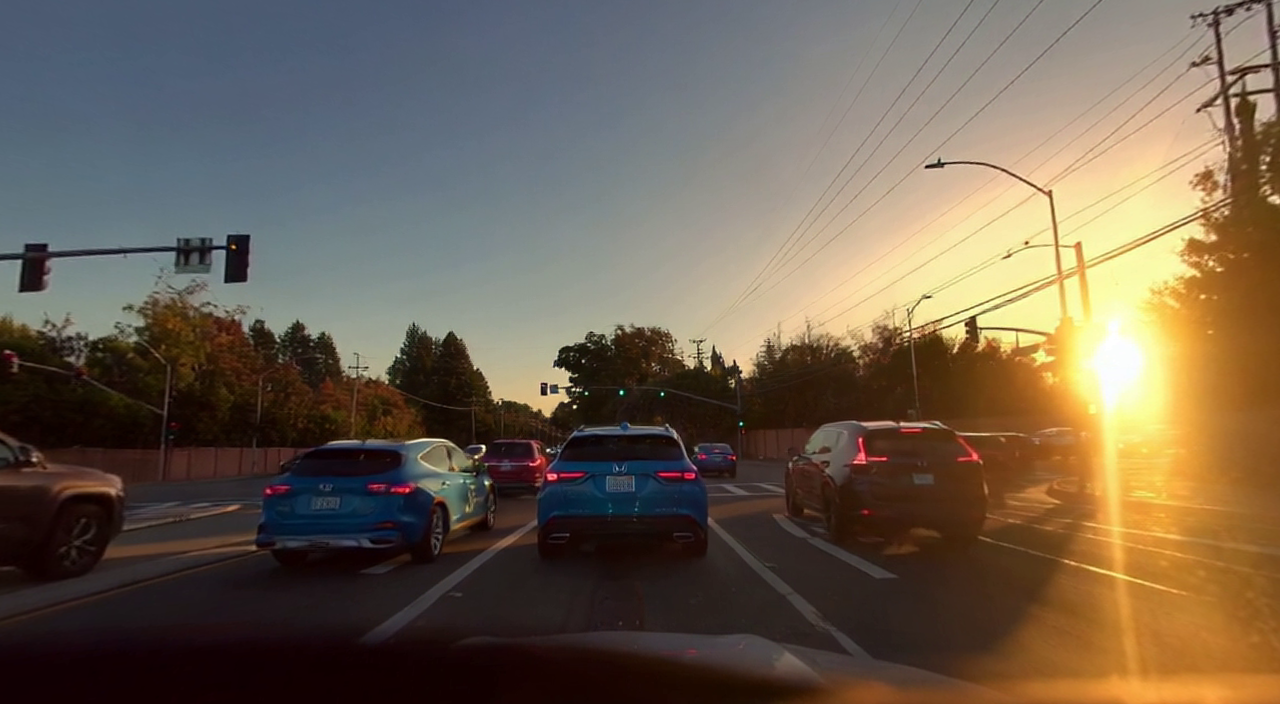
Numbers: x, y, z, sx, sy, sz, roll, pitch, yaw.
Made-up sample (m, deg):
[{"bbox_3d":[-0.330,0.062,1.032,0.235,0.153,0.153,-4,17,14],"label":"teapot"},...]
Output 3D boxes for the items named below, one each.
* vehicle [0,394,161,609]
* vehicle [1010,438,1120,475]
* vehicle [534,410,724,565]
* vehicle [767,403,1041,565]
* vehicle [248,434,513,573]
[{"bbox_3d":[-6.497,1.177,4.754,2.116,1.812,4.609,0,-9,0],"label":"vehicle"},{"bbox_3d":[18.352,4.486,27.255,4.218,1.458,1.905,4,-9,-25],"label":"vehicle"},{"bbox_3d":[-0.108,1.822,9.156,2.111,1.712,4.078,0,-9,1],"label":"vehicle"},{"bbox_3d":[3.425,1.816,9.415,1.999,1.789,4.583,0,-9,-1],"label":"vehicle"},{"bbox_3d":[-3.221,1.959,9.033,1.881,1.466,4.484,0,-9,0],"label":"vehicle"}]
